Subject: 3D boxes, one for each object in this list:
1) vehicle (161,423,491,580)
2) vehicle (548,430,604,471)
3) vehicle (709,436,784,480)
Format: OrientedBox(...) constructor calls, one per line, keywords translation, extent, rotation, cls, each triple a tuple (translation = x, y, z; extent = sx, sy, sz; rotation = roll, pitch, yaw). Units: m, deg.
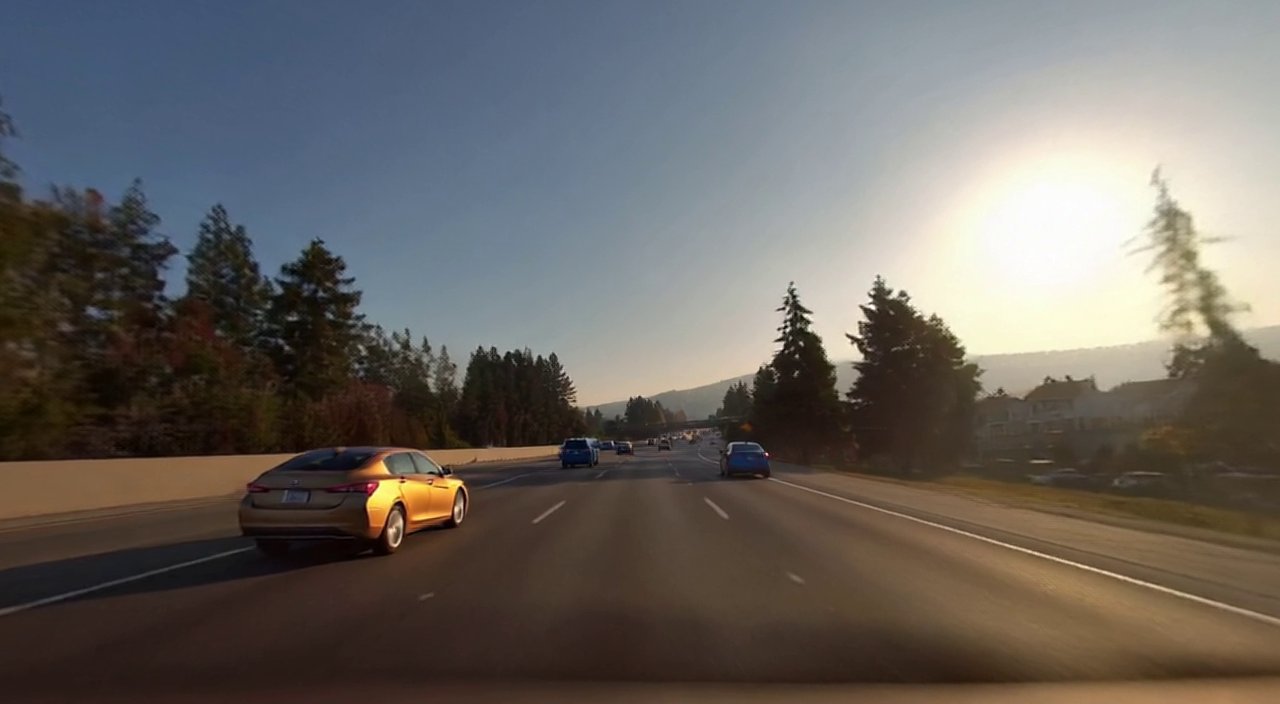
OrientedBox(translation=(-3.521, 1.748, 8.261), extent=(1.948, 1.475, 4.461), rotation=(0, -8, 1), cls="vehicle")
OrientedBox(translation=(-3.071, 4.856, 31.209), extent=(2.122, 1.847, 4.696), rotation=(0, -8, 2), cls="vehicle")
OrientedBox(translation=(3.860, 3.950, 23.680), extent=(2.100, 1.472, 4.533), rotation=(0, -8, 1), cls="vehicle")
